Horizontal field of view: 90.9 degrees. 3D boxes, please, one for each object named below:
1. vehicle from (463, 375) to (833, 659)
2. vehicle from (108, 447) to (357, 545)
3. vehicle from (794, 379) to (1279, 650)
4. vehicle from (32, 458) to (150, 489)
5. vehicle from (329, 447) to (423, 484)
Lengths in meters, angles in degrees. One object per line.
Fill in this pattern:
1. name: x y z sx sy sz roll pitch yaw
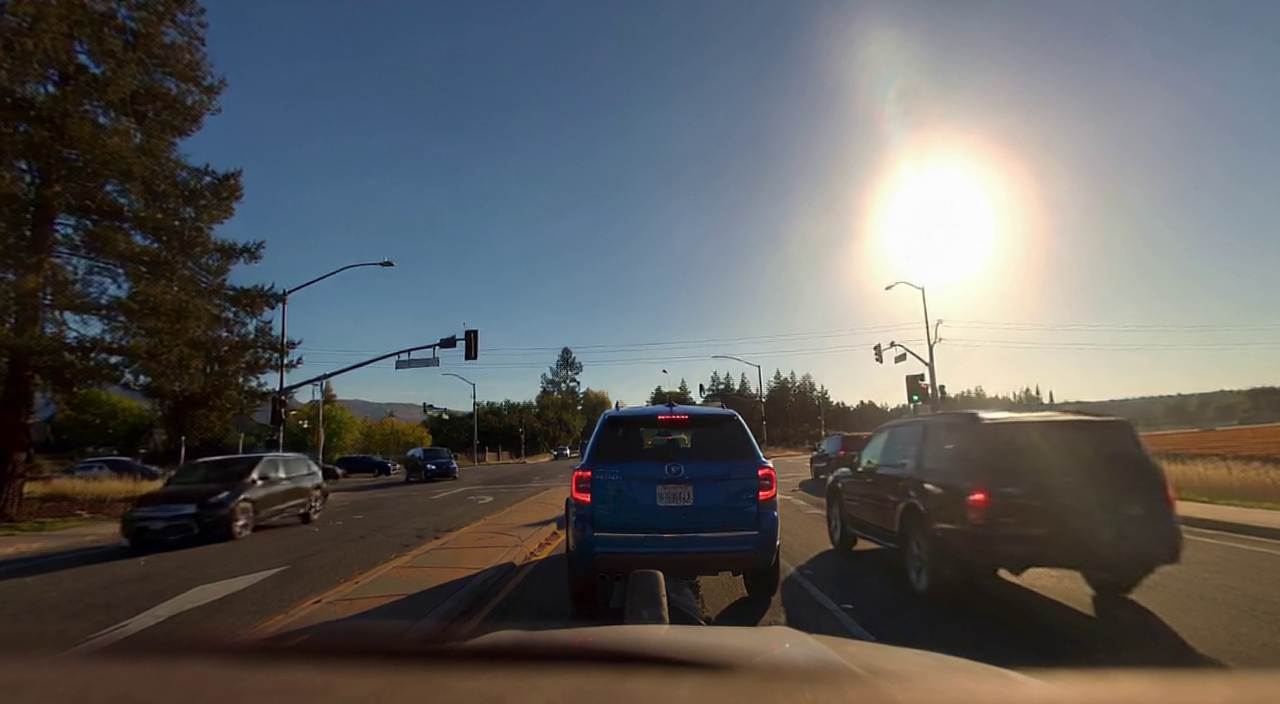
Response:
1. vehicle: 0.040 1.331 6.093 2.298 1.770 4.138 0 -8 0
2. vehicle: -7.919 2.780 12.987 2.192 1.606 4.510 0 -8 -2
3. vehicle: 3.273 1.347 6.281 2.340 1.693 4.516 0 -8 0
4. vehicle: -30.958 6.827 35.657 4.605 1.626 2.251 0 -8 2
5. vehicle: -13.212 5.615 31.514 4.608 1.680 2.026 -6 -10 33
